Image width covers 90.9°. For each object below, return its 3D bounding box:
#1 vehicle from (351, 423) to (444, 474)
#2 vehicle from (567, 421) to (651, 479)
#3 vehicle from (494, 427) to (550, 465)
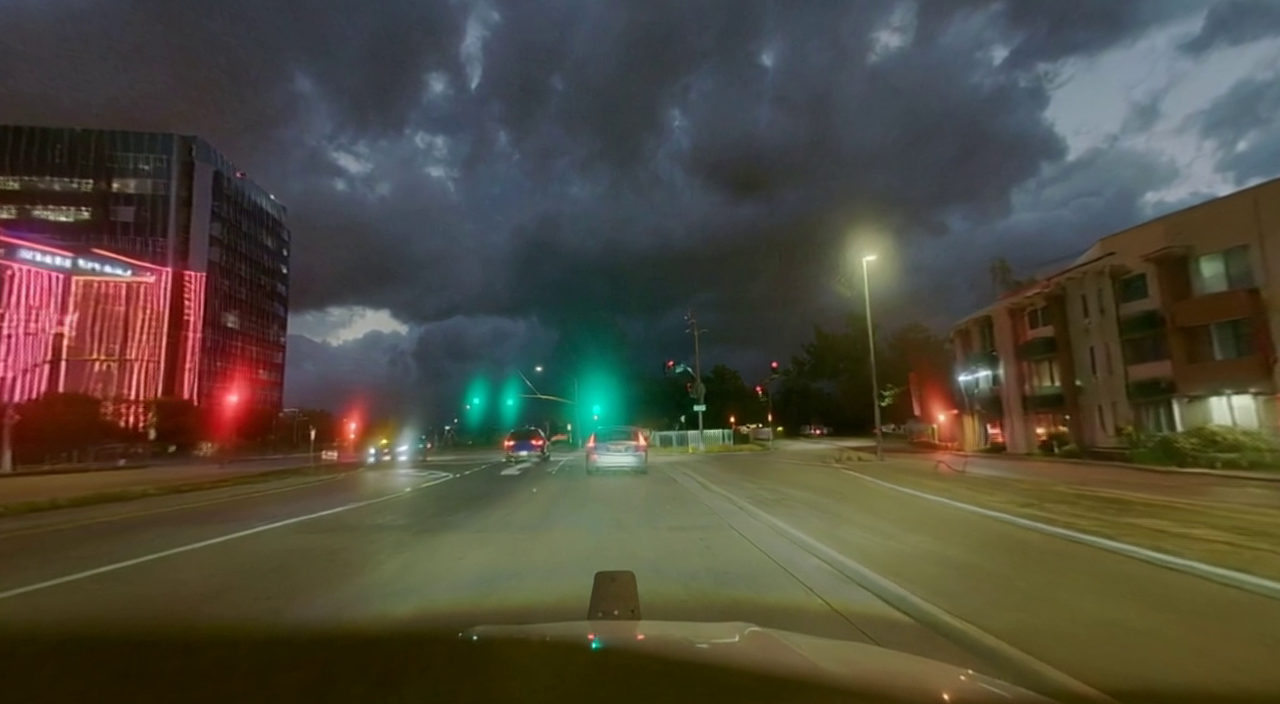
[{"bbox_3d":[-8.982,3.597,23.776,1.994,1.717,4.380,0,-8,-4],"label":"vehicle"},{"bbox_3d":[-0.829,3.002,19.586,2.231,1.572,4.227,0,-8,2],"label":"vehicle"},{"bbox_3d":[-4.950,3.992,26.847,2.023,1.485,3.721,1,-8,-6],"label":"vehicle"}]
